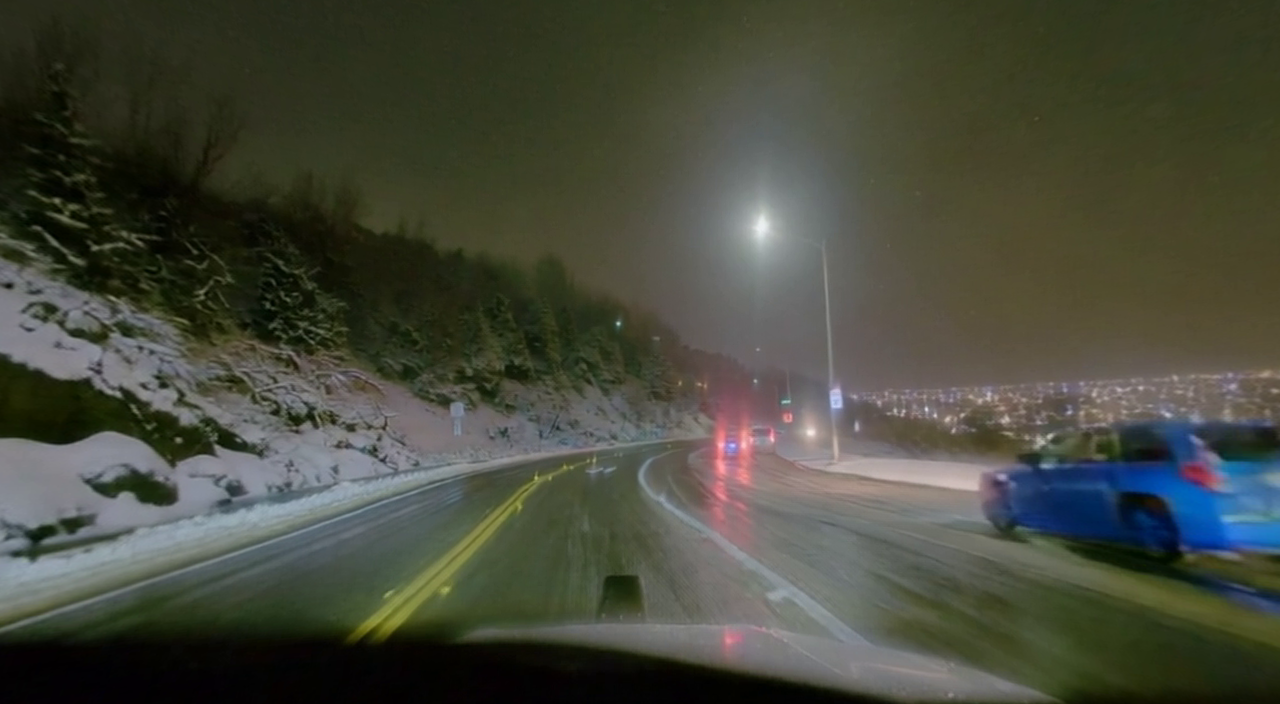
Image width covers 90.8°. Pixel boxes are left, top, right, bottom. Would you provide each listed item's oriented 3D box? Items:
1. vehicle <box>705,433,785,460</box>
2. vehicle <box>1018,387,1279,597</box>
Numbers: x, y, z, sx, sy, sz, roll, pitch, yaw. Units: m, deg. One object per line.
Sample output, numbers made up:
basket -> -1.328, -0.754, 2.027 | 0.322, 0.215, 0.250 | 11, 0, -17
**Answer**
vehicle -> 6.655, 5.911, 39.873 | 4.963, 1.585, 2.155 | 6, -10, -38
vehicle -> 6.247, 1.432, 7.186 | 4.453, 1.667, 2.064 | 8, -12, -43
